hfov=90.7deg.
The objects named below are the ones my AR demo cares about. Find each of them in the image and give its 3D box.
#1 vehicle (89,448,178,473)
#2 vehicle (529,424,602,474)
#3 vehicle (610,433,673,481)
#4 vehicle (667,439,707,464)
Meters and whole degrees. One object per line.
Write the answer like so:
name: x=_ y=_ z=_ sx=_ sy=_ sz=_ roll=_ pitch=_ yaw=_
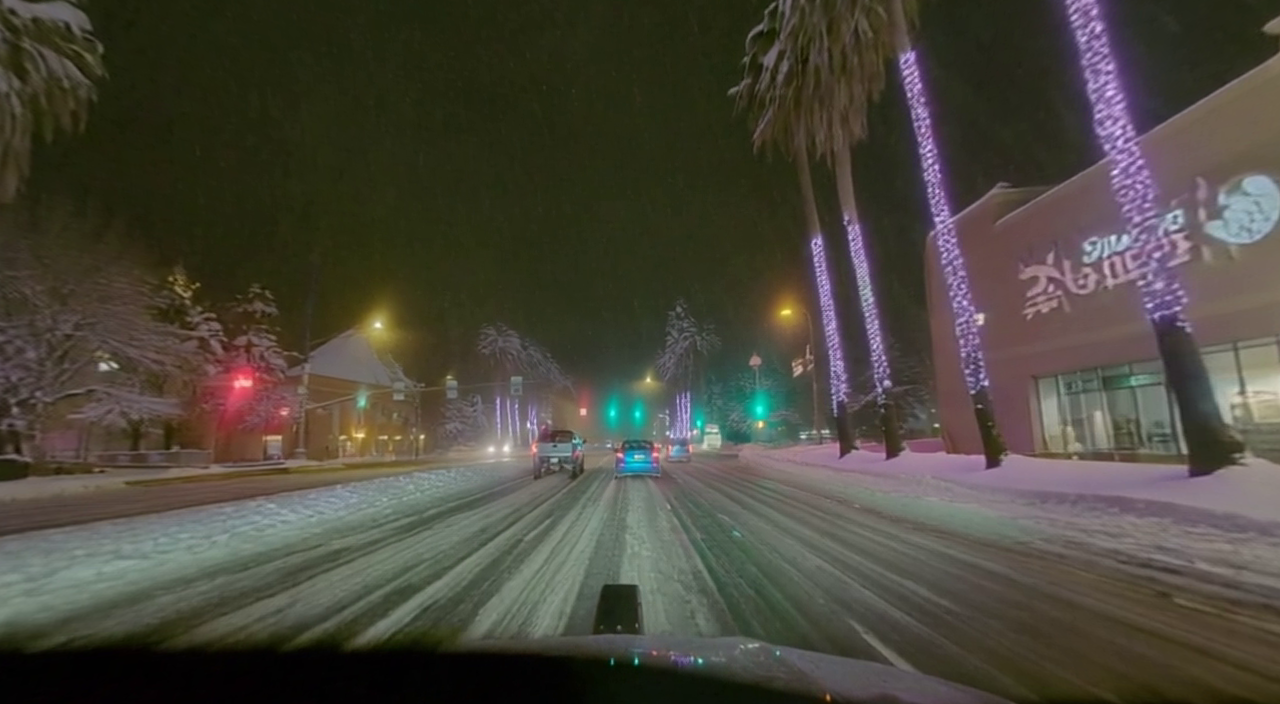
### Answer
vehicle: x=-34.510 y=7.392 z=43.210 sx=4.278 sy=1.652 sz=2.100 roll=-1 pitch=-9 yaw=3
vehicle: x=-3.316 y=4.521 z=29.514 sx=2.672 sy=2.064 sz=5.681 roll=0 pitch=-9 yaw=0
vehicle: x=0.012 y=3.939 z=23.875 sx=2.160 sy=1.615 sz=4.117 roll=0 pitch=-9 yaw=-1
vehicle: x=2.895 y=6.312 z=40.182 sx=2.085 sy=1.482 sz=4.491 roll=0 pitch=-9 yaw=-2
